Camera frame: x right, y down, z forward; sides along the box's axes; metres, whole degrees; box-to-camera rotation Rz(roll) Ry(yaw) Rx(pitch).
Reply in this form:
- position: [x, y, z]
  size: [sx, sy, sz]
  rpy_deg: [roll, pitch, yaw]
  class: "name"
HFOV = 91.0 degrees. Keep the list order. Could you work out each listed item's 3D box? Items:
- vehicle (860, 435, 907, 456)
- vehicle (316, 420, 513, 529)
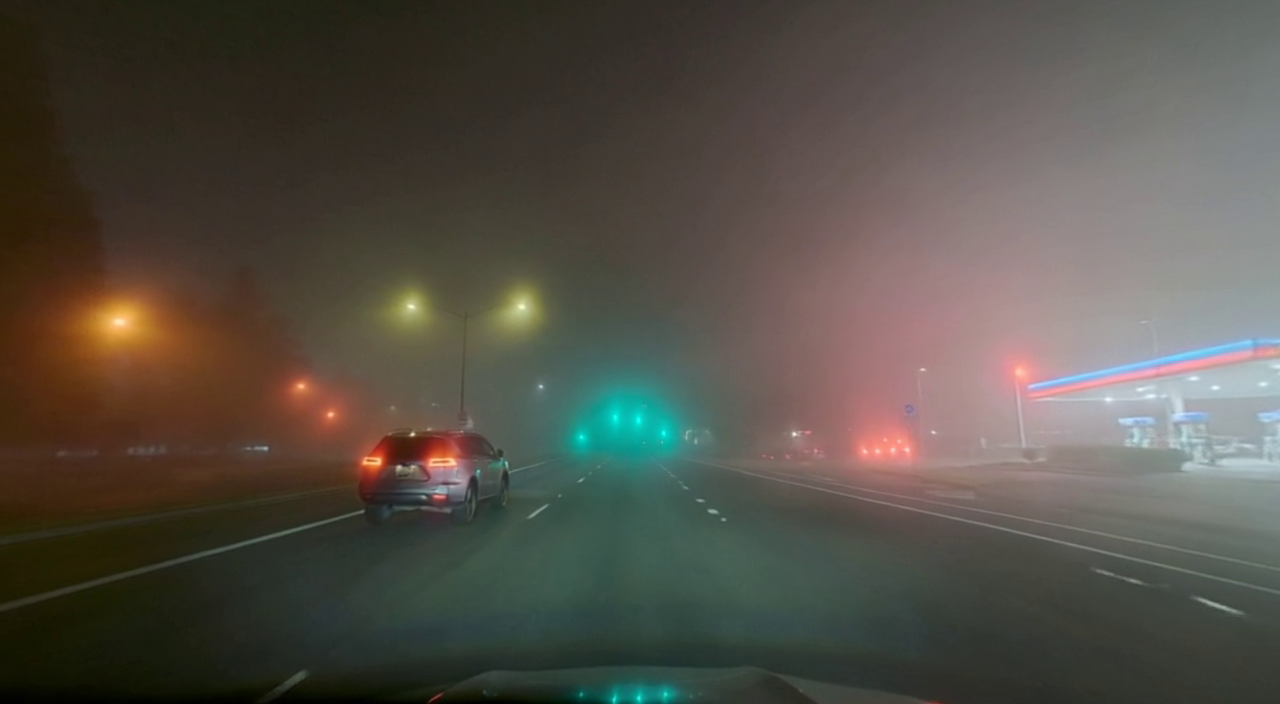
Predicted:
- position: [18.262, 7.037, 47.436]
  size: [1.831, 1.442, 5.072]
  rpy_deg: [-1, -9, 4]
  class: "vehicle"
- position: [-3.953, 2.238, 12.085]
  size: [2.039, 1.656, 4.710]
  rpy_deg: [0, -9, 0]
  class: "vehicle"
